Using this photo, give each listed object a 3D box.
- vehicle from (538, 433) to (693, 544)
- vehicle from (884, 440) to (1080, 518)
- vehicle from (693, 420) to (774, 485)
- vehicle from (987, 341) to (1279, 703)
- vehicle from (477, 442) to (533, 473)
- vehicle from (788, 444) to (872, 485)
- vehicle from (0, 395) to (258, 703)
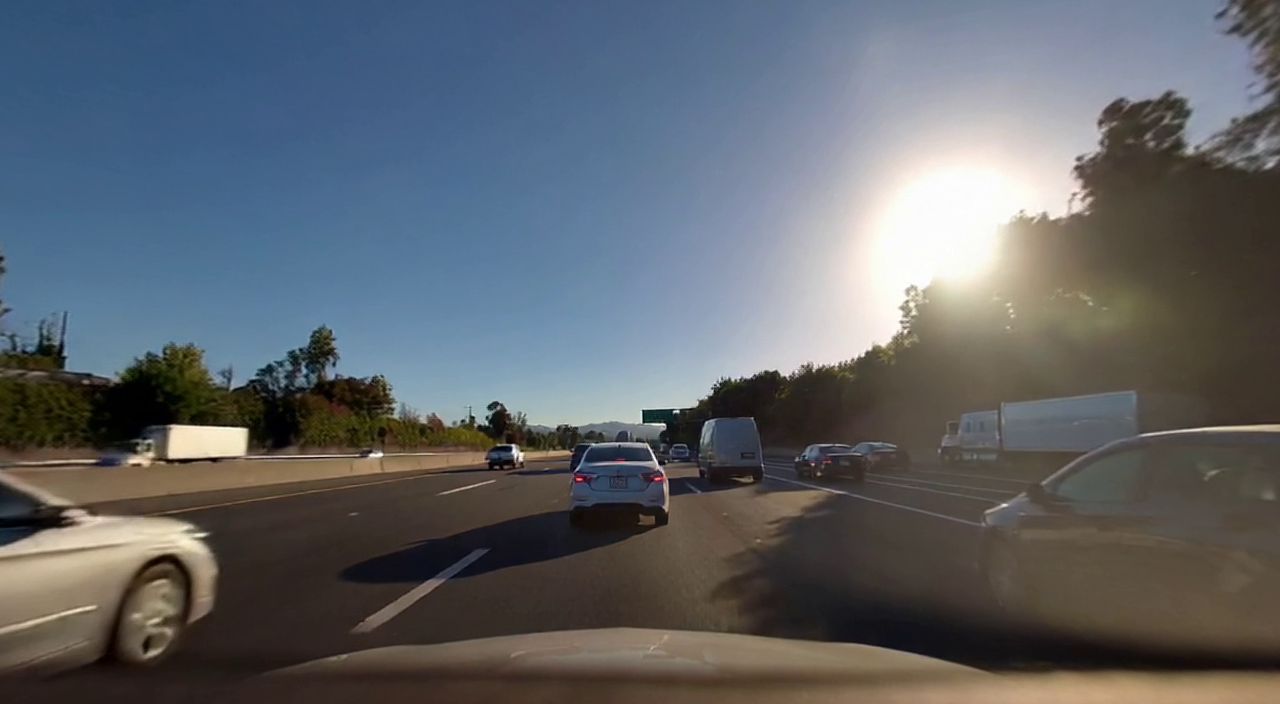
[{"bbox_3d":[-0.322,2.192,10.746,2.132,1.499,4.038,0,-9,0],"label":"vehicle"},{"bbox_3d":[7.623,2.848,14.705,2.021,1.505,4.480,0,-9,-1],"label":"vehicle"},{"bbox_3d":[3.607,4.033,25.387,2.440,2.313,5.266,0,-9,0],"label":"vehicle"},{"bbox_3d":[3.593,0.803,2.510,2.053,1.666,4.106,0,-9,0],"label":"vehicle"},{"bbox_3d":[-7.341,5.809,34.738,2.010,1.557,4.449,0,-9,1],"label":"vehicle"},{"bbox_3d":[7.433,4.422,25.094,1.942,1.482,4.250,0,-9,-1],"label":"vehicle"},{"bbox_3d":[-3.763,0.897,2.315,1.926,1.542,4.329,0,-9,1],"label":"vehicle"}]
